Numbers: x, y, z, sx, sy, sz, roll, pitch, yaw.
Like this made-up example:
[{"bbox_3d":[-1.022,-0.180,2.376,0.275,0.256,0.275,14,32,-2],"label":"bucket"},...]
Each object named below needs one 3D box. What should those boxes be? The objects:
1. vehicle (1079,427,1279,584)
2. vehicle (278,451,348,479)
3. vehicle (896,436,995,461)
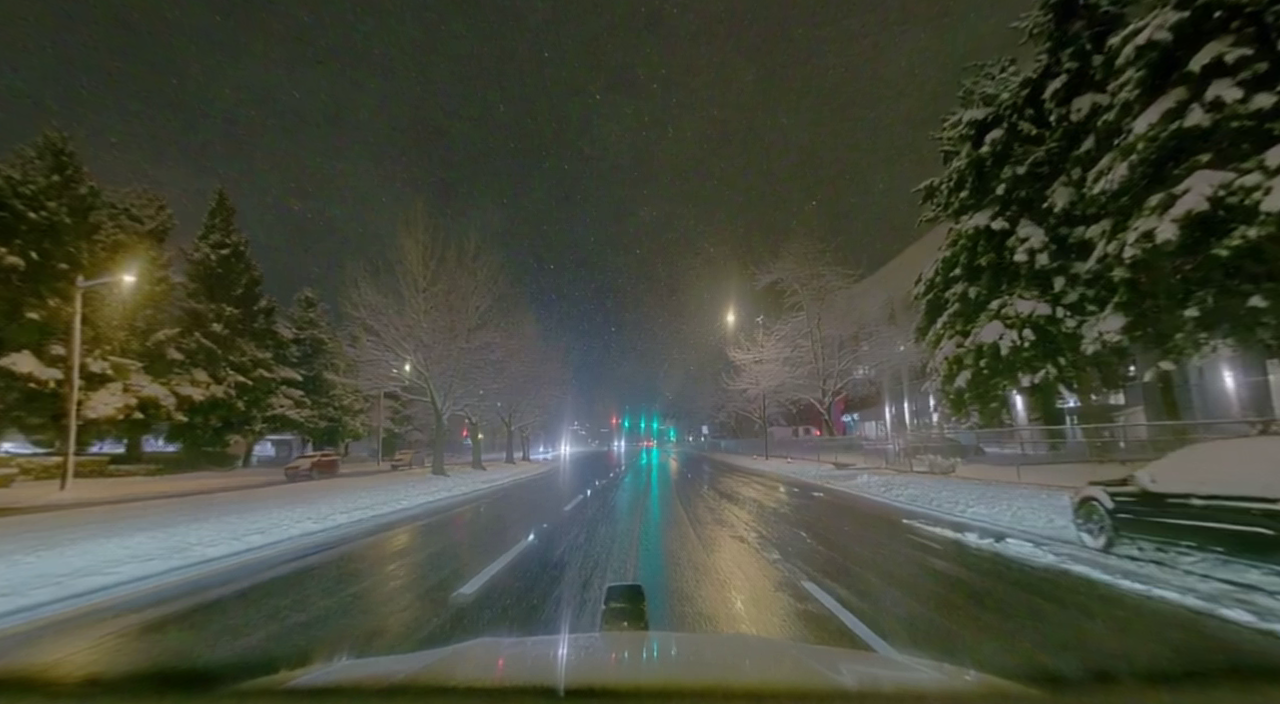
[{"bbox_3d":[7.110,1.516,6.367,1.984,1.485,4.629,0,-8,0],"label":"vehicle"},{"bbox_3d":[-22.315,7.695,43.247,2.067,1.743,5.056,0,-8,0],"label":"vehicle"},{"bbox_3d":[18.265,5.782,37.815,4.813,1.464,2.073,0,-8,-1],"label":"vehicle"}]
